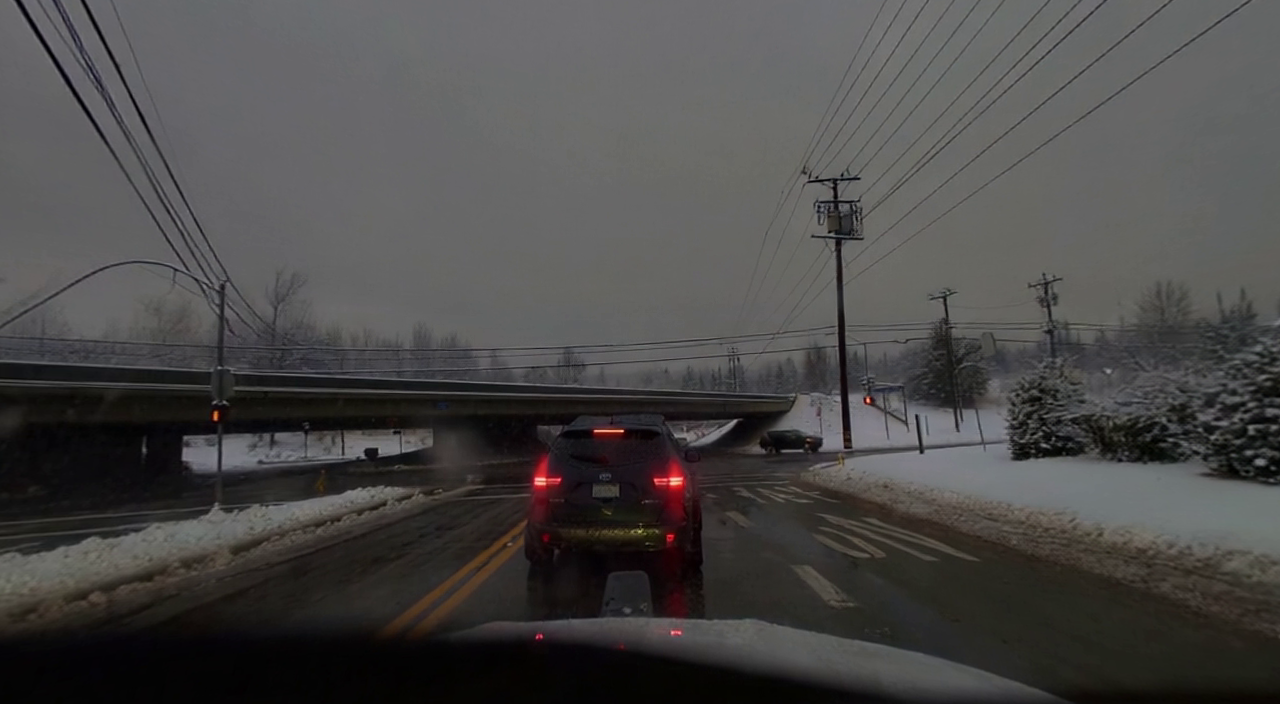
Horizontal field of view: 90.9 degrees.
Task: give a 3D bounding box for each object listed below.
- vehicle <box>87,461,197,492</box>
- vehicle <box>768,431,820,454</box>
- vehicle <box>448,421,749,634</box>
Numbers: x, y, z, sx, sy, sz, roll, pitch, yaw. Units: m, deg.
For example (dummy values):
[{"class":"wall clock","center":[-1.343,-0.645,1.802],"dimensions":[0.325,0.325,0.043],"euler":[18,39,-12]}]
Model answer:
[{"class":"vehicle","center":[-28.563,7.105,36.283],"dimensions":[1.808,1.539,4.600],"euler":[-8,-11,40]},{"class":"vehicle","center":[11.710,6.853,47.755],"dimensions":[1.901,1.637,4.435],"euler":[-8,-12,42]},{"class":"vehicle","center":[-0.251,1.528,6.463],"dimensions":[2.090,1.458,4.033],"euler":[-1,-9,1]}]
